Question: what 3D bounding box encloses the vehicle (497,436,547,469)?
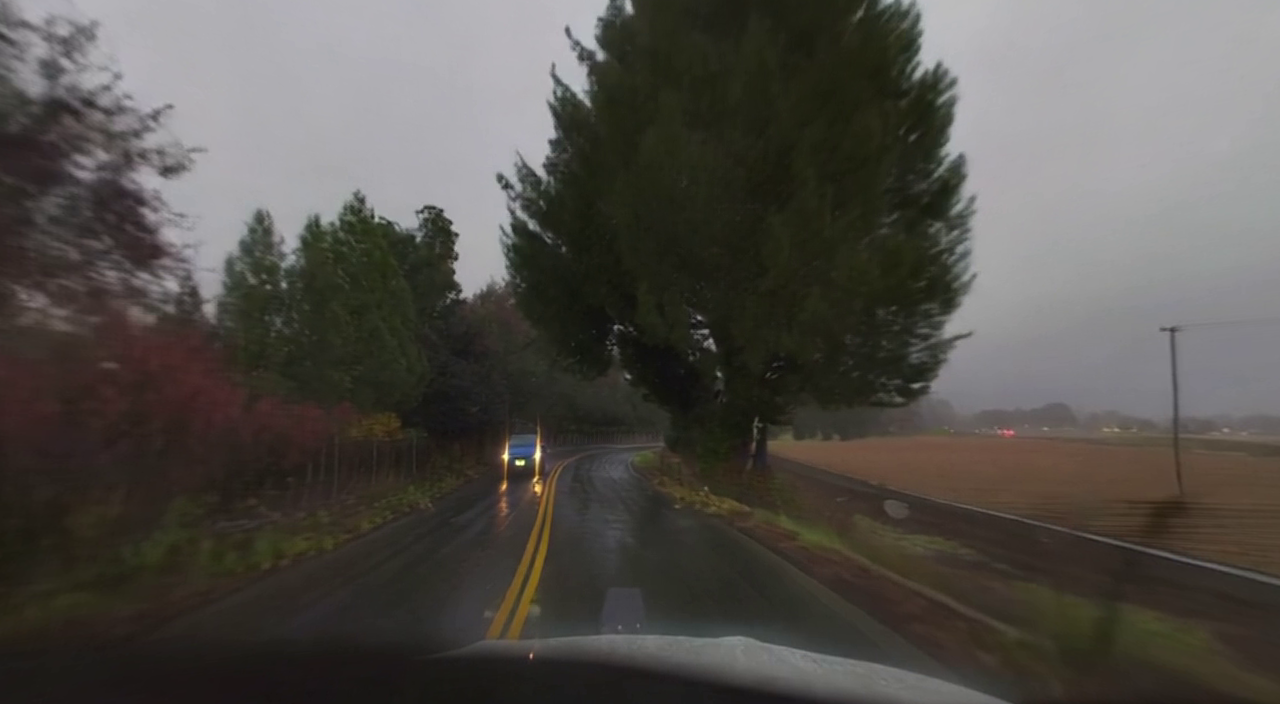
[{"bbox_3d":[-5.737,4.930,31.187,1.987,1.521,3.649,0,-8,-4],"label":"vehicle"}]
